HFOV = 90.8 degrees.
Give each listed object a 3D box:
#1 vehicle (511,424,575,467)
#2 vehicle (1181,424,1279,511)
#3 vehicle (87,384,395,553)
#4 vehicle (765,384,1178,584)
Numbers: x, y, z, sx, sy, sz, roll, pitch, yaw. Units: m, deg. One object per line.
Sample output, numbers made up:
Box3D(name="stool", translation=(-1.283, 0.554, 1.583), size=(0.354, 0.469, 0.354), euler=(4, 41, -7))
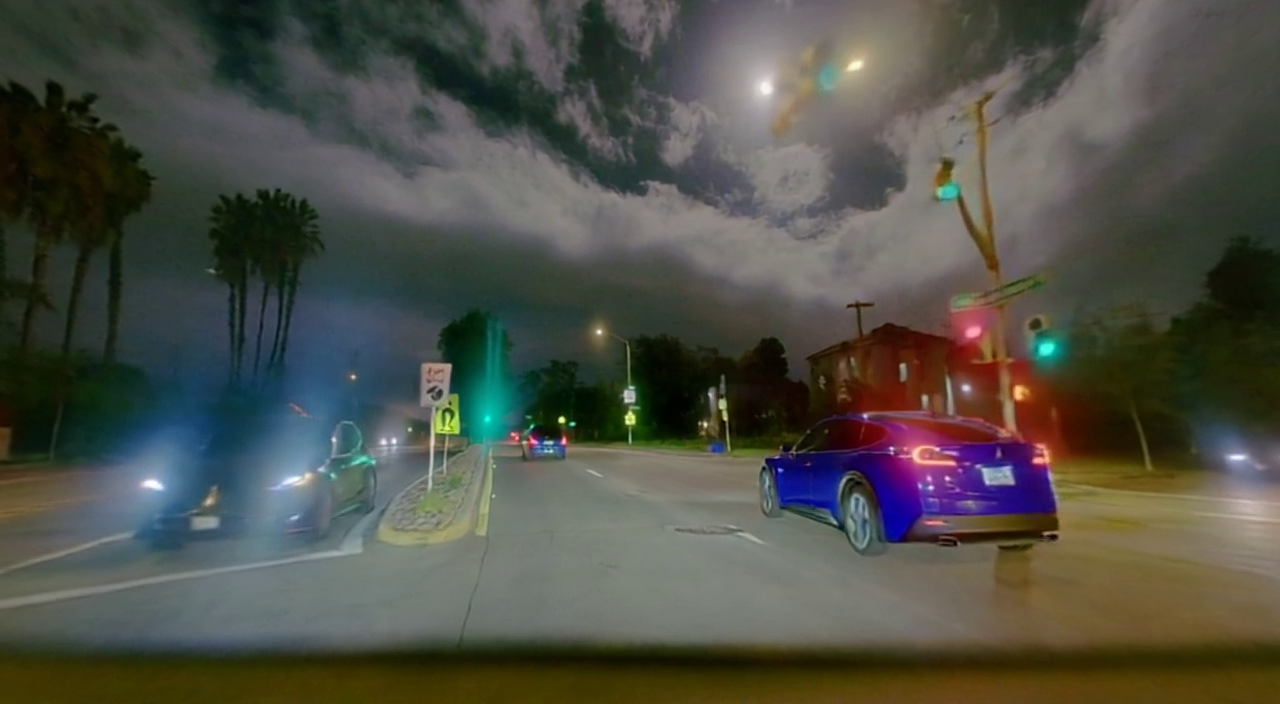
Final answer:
Box3D(name="vehicle", translation=(-4.390, 4.118, 27.938), size=(2.341, 1.709, 4.466), euler=(2, -9, -14))
Box3D(name="vehicle", translation=(14.667, 2.570, 14.748), size=(5.224, 1.688, 2.290), euler=(5, -11, -42))
Box3D(name="vehicle", translation=(-5.579, 1.714, 9.969), size=(2.283, 1.878, 5.384), euler=(2, -9, -12))
Box3D(name="vehicle", translation=(3.645, 1.588, 8.491), size=(2.205, 1.803, 5.135), euler=(1, -8, -9))
